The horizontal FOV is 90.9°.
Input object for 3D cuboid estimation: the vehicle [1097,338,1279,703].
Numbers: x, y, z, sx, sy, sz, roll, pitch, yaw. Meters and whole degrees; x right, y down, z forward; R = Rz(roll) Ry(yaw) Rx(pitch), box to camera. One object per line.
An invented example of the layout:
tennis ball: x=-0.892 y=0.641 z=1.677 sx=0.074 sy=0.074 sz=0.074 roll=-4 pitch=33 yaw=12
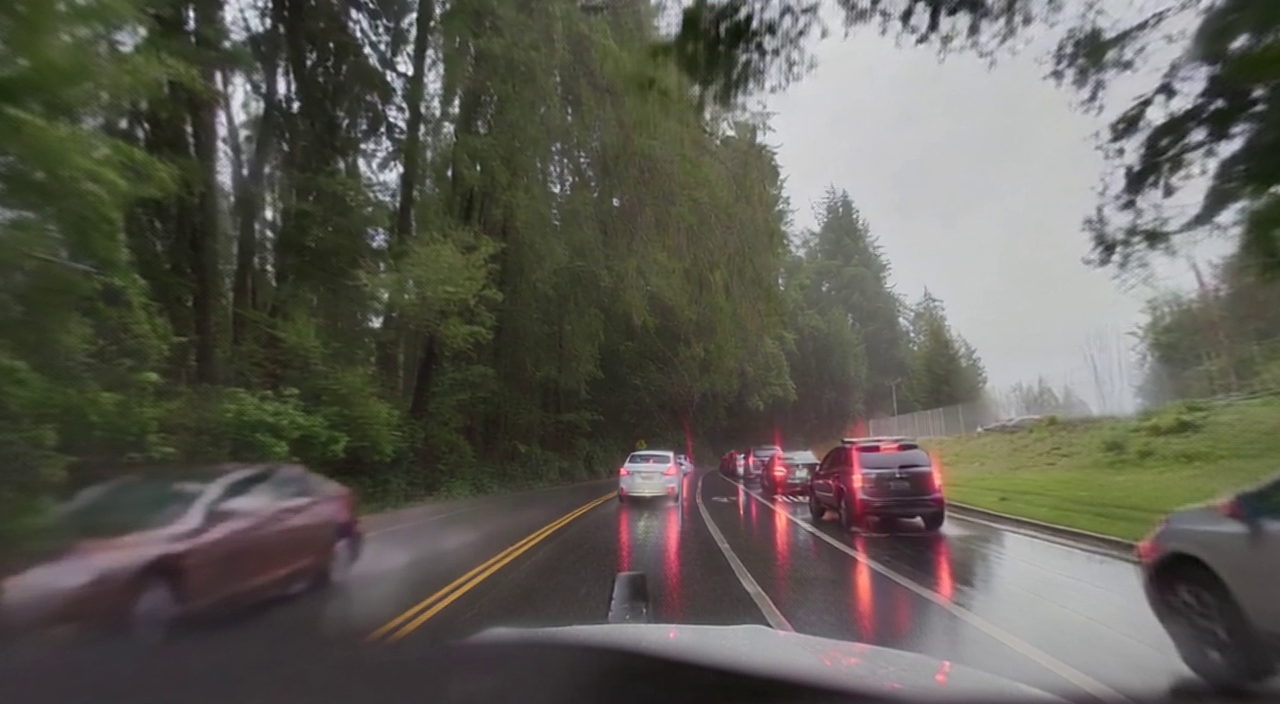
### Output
vehicle: x=4.095 y=0.650 z=1.866 sx=1.968 sy=1.783 sz=4.826 roll=-1 pitch=-8 yaw=2

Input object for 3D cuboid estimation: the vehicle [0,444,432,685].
vehicle: x=-3.923 y=1.642 z=6.217 sx=2.087 sy=1.449 sz=4.575 roll=0 pitch=-8 yaw=1

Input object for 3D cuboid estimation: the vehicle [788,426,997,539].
vehicle: x=4.242 y=2.249 z=11.585 sx=1.957 sy=1.629 sz=4.609 roll=0 pitch=-8 yaw=0

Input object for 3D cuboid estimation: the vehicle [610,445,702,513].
vehicle: x=0.438 y=3.196 z=16.450 sx=2.078 sy=1.521 sz=4.058 roll=-1 pitch=-8 yaw=2
